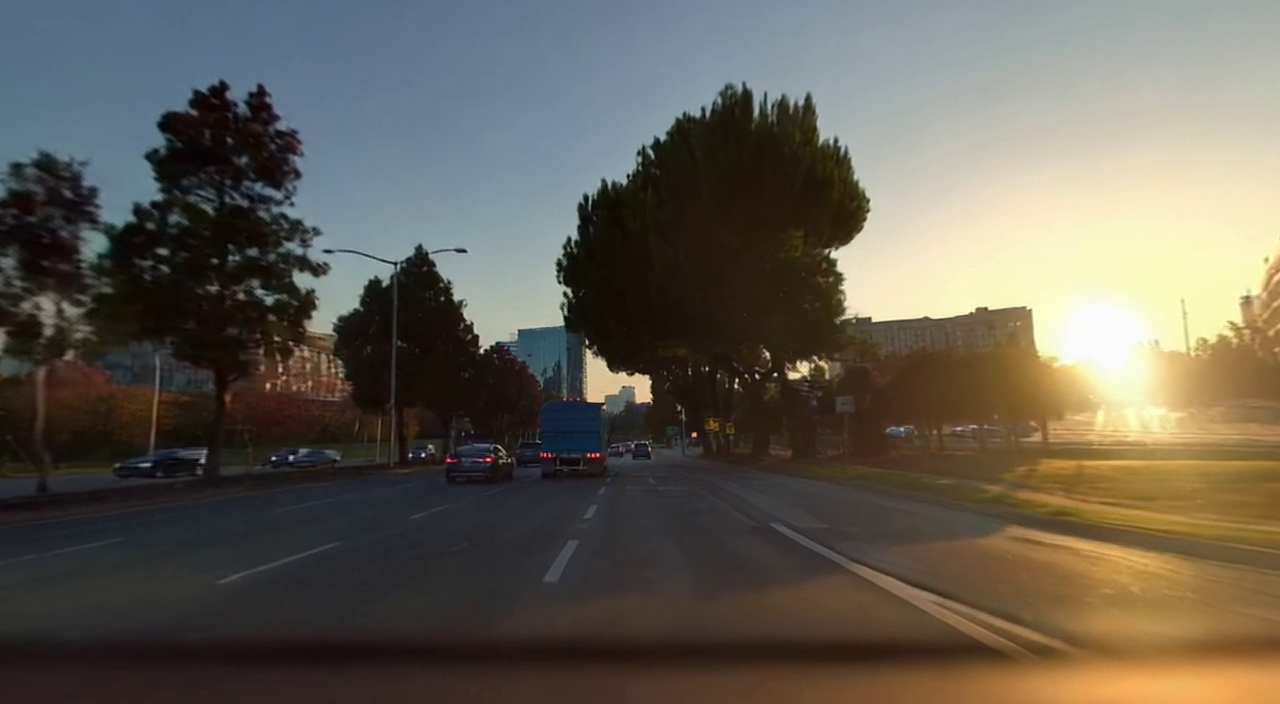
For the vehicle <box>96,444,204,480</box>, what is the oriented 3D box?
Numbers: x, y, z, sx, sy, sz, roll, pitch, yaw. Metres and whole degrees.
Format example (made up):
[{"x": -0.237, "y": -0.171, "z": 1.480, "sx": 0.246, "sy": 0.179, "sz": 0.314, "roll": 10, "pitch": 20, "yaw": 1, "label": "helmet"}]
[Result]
[{"x": -25.486, "y": 5.735, "z": 32.931, "sx": 1.937, "sy": 1.706, "sz": 4.617, "roll": 0, "pitch": -9, "yaw": 0, "label": "vehicle"}]

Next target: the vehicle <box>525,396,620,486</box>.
[{"x": -2.411, "y": 3.561, "z": 24.901, "sx": 2.993, "sy": 3.051, "sz": 6.692, "roll": 0, "pitch": -9, "yaw": 0, "label": "vehicle"}]

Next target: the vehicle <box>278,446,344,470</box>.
[{"x": -21.987, "y": 7.107, "z": 42.175, "sx": 1.887, "sy": 1.488, "sz": 4.759, "roll": 0, "pitch": -9, "yaw": 0, "label": "vehicle"}]

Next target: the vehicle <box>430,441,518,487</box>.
[{"x": -5.804, "y": 3.956, "z": 22.471, "sx": 2.023, "sy": 1.483, "sz": 4.143, "roll": 0, "pitch": -9, "yaw": 0, "label": "vehicle"}]
